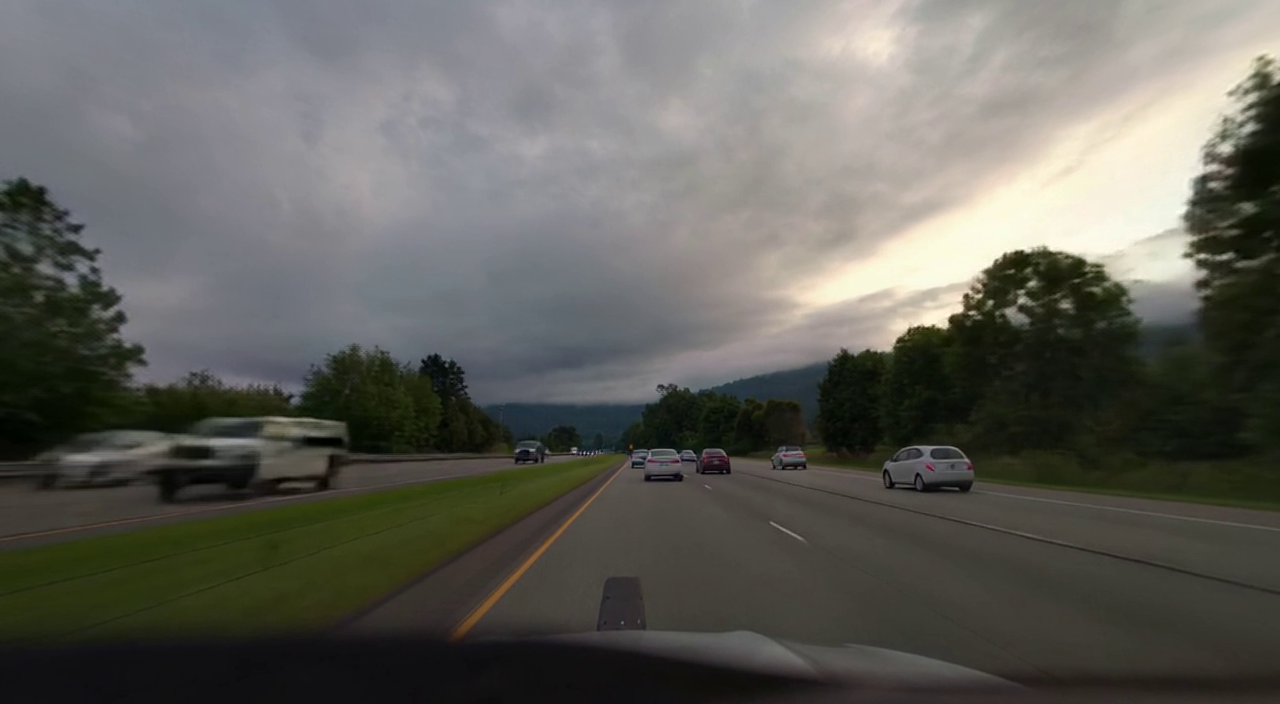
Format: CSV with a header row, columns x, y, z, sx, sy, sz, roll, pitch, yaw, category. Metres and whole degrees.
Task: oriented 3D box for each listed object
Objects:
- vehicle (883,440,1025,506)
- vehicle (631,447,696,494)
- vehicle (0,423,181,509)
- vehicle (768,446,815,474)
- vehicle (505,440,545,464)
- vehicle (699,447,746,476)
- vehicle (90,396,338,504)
x,y,z,sx,sy,sz,roll,pitch,yaw,category
8.249,3.191,17.014,1.847,1.554,3.752,0,-9,0,vehicle
0.740,3.980,21.480,2.020,1.426,3.702,0,-9,0,vehicle
-12.510,2.437,13.780,1.835,1.583,4.021,0,-9,0,vehicle
9.306,6.652,39.039,1.957,1.594,3.632,0,-9,0,vehicle
-8.347,7.338,46.139,2.039,1.648,4.621,-1,-9,1,vehicle
4.496,6.039,34.912,1.981,1.518,4.029,0,-9,0,vehicle
-8.733,2.108,13.604,2.055,1.897,4.576,0,-9,1,vehicle
